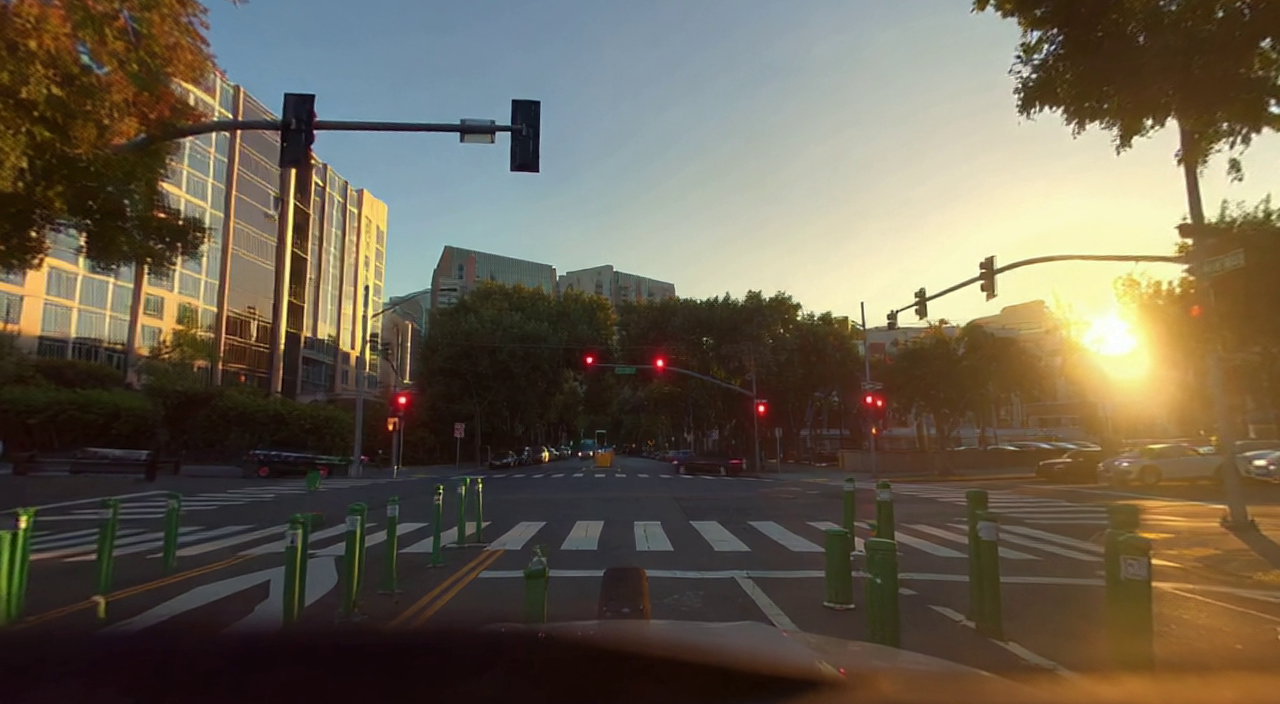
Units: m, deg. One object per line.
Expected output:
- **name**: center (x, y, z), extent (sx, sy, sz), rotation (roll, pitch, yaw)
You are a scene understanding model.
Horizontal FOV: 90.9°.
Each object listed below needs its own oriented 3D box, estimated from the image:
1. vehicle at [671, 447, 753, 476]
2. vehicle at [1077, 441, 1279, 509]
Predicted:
- **vehicle**: center (4.015, 6.143, 35.668), extent (1.972, 1.522, 4.368), rotation (7, -11, -42)
- **vehicle**: center (13.029, 2.791, 14.550), extent (4.424, 1.436, 1.804), rotation (-1, -8, 5)
